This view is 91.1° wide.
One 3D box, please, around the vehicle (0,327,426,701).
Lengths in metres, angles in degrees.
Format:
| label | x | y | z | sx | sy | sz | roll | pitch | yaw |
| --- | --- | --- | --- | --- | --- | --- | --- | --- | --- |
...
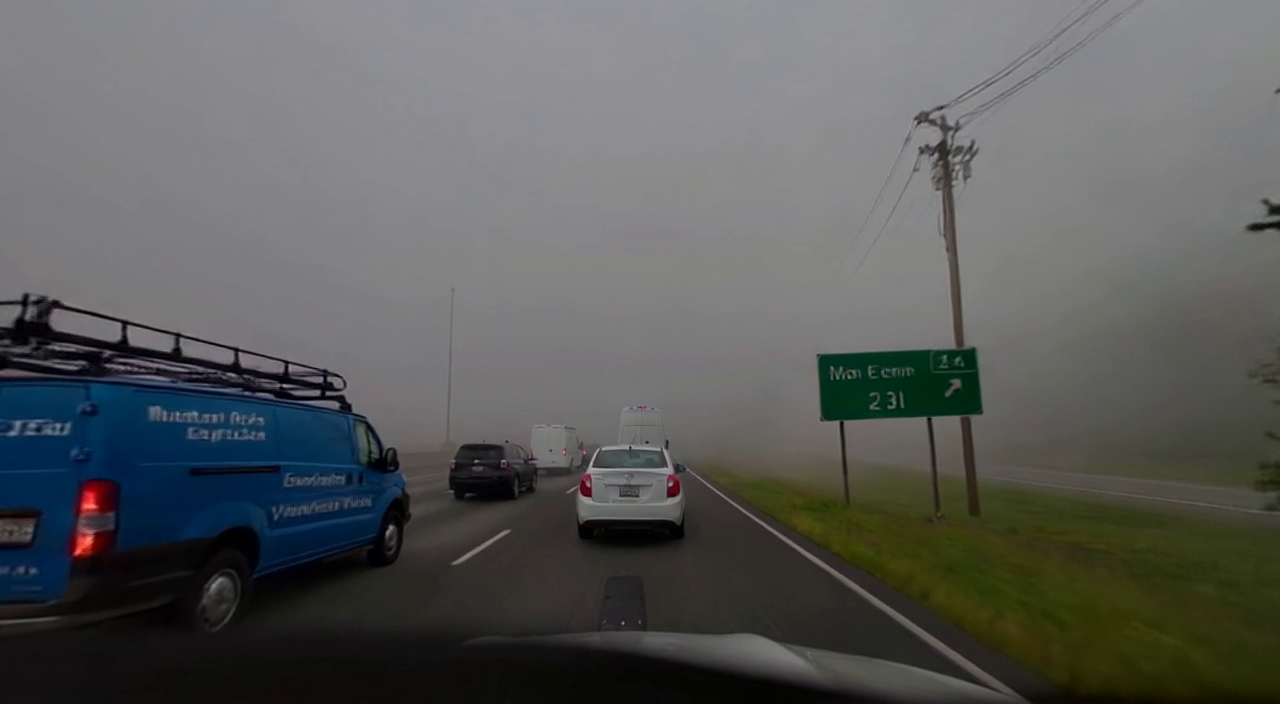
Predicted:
| label | x | y | z | sx | sy | sz | roll | pitch | yaw |
| --- | --- | --- | --- | --- | --- | --- | --- | --- | --- |
| vehicle | -3.862 | 1.164 | 5.641 | 2.142 | 1.952 | 4.556 | 0 | -8 | 1 |

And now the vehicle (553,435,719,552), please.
| label | x | y | z | sx | sy | sz | roll | pitch | yaw |
| --- | --- | --- | --- | --- | --- | --- | --- | --- | --- |
| vehicle | -0.051 | 2.057 | 9.849 | 2.054 | 1.421 | 4.090 | 0 | -8 | 0 |

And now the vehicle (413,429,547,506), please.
| label | x | y | z | sx | sy | sz | roll | pitch | yaw |
| --- | --- | --- | --- | --- | --- | --- | --- | --- | --- |
| vehicle | -3.853 | 2.866 | 16.021 | 2.114 | 1.657 | 4.432 | 0 | -8 | 2 |
